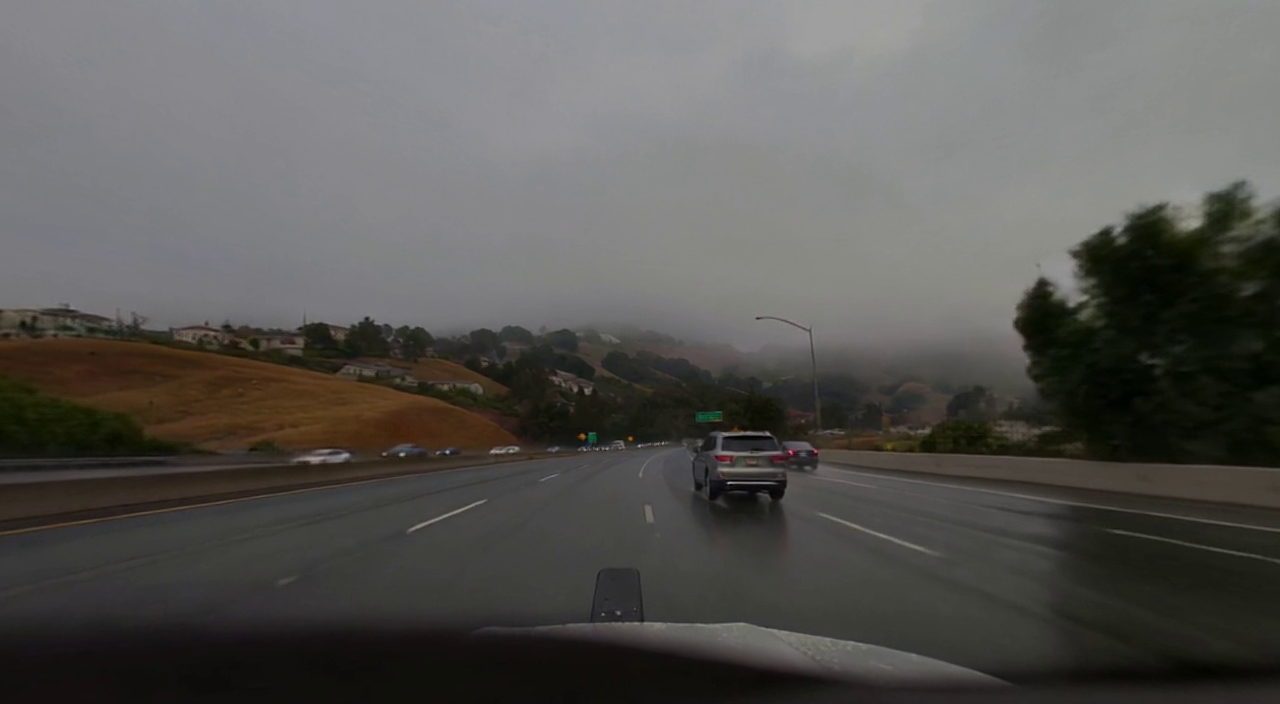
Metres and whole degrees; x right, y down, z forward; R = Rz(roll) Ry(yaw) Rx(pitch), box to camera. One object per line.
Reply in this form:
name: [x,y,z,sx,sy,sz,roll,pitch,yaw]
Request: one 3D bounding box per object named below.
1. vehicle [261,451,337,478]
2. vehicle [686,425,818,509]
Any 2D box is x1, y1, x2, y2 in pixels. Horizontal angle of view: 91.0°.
vehicle: [-19.689,6.480,36.571,1.897,1.452,4.335,0,-8,1]
vehicle: [2.565,2.786,15.755,2.318,1.766,4.587,0,-8,-2]
